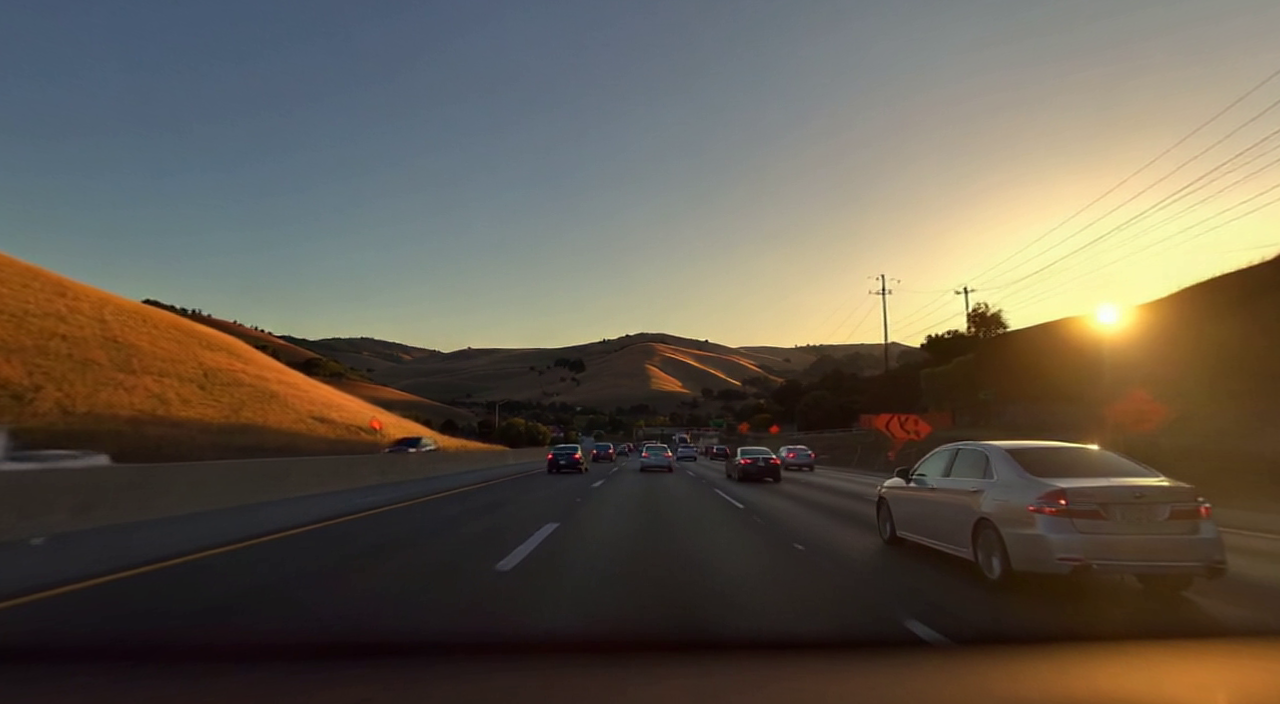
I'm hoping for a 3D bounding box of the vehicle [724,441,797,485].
[{"bbox_3d":[4.411,4.119,23.713,1.867,1.465,4.093,0,-8,-1],"label":"vehicle"}]

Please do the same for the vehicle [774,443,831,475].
[{"bbox_3d":[8.301,5.489,32.601,1.843,1.505,4.007,0,-8,0],"label":"vehicle"}]

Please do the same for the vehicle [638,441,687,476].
[{"bbox_3d":[0.964,4.969,29.660,2.138,1.473,4.392,0,-8,0],"label":"vehicle"}]

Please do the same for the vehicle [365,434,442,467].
[{"bbox_3d":[-13.723,5.781,37.070,2.147,1.742,5.739,-1,-8,2],"label":"vehicle"}]

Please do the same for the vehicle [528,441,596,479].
[{"bbox_3d":[-3.189,4.526,26.707,2.232,1.438,4.163,-1,-8,2],"label":"vehicle"}]

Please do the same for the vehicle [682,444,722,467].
[{"bbox_3d":[3.977,6.729,41.196,2.177,1.453,4.205,0,-8,0],"label":"vehicle"}]

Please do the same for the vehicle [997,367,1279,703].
[{"bbox_3d":[3.879,0.884,2.685,2.018,1.670,4.658,0,-8,1],"label":"vehicle"}]
